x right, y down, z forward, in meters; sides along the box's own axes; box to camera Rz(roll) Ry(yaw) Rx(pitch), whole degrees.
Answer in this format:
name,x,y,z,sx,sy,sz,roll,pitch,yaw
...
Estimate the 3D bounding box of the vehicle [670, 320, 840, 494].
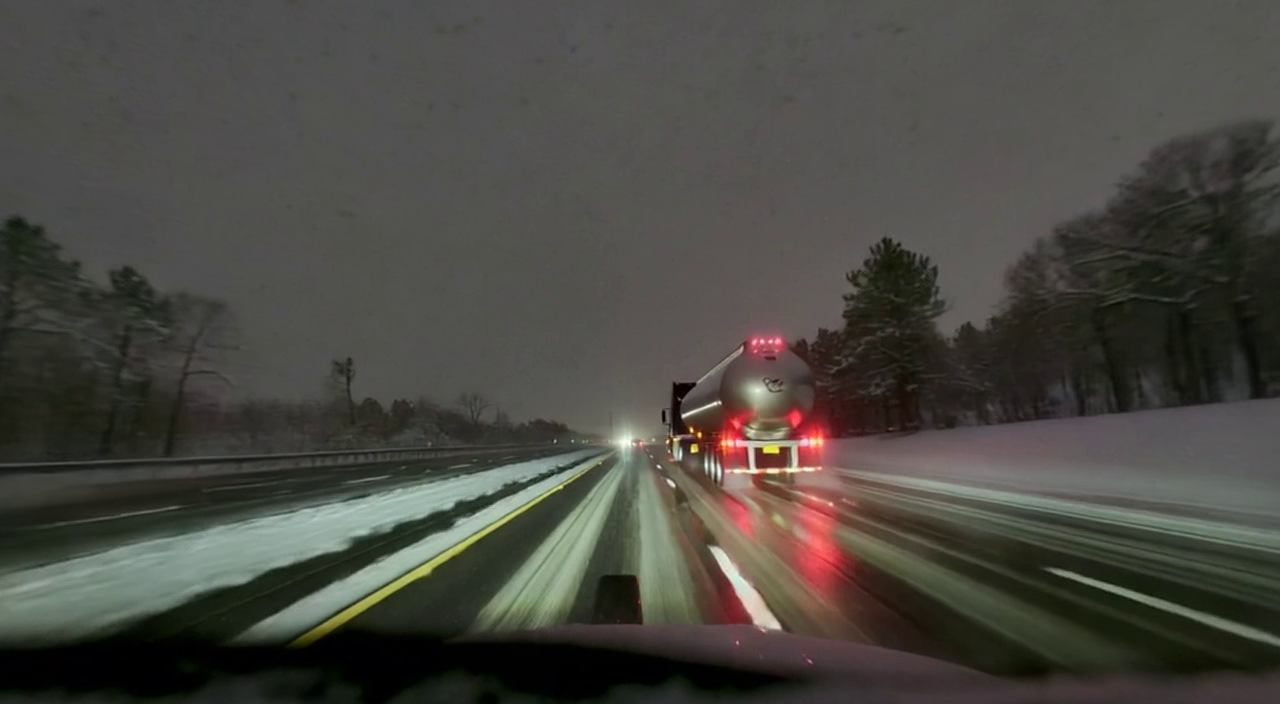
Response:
name,x,y,z,sx,sy,sz,roll,pitch,yaw
vehicle,2.724,1.925,19.237,2.946,3.745,11.516,0,-8,0
